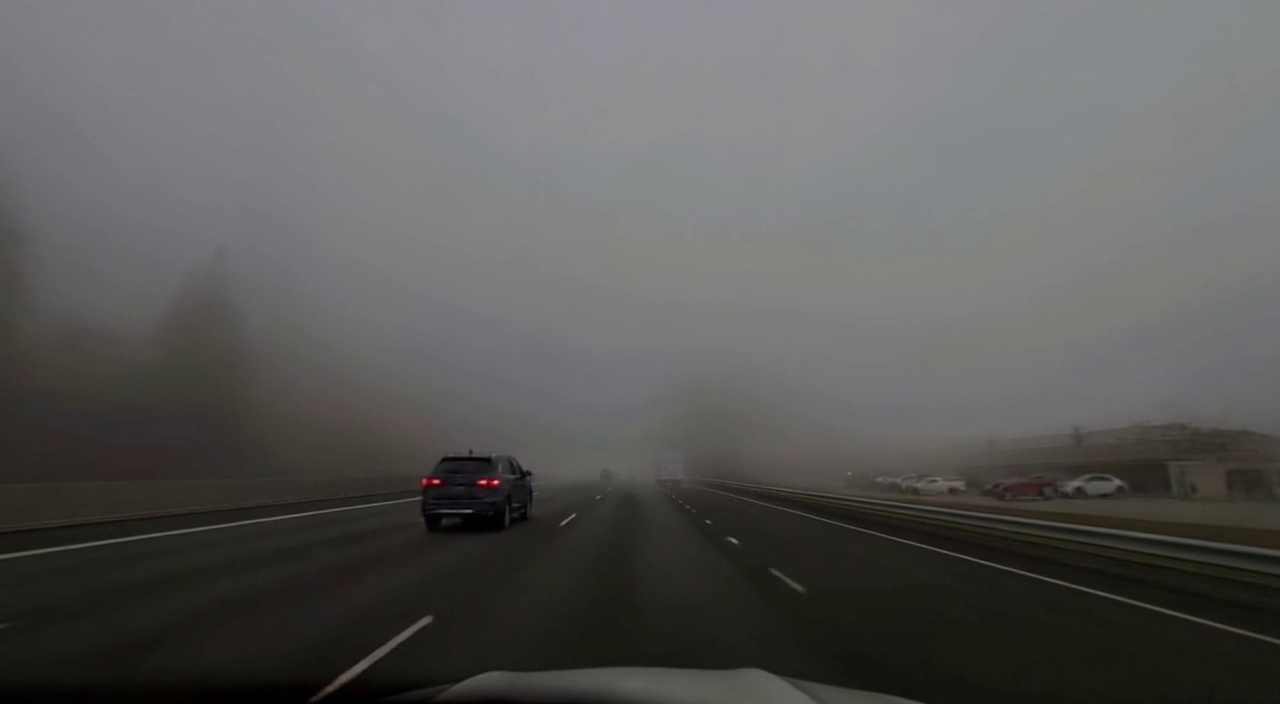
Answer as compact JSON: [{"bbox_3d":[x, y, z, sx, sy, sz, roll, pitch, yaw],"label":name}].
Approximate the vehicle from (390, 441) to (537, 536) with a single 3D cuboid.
[{"bbox_3d":[-3.898,3.153,14.970,2.036,1.835,4.888,1,-10,0],"label":"vehicle"}]
